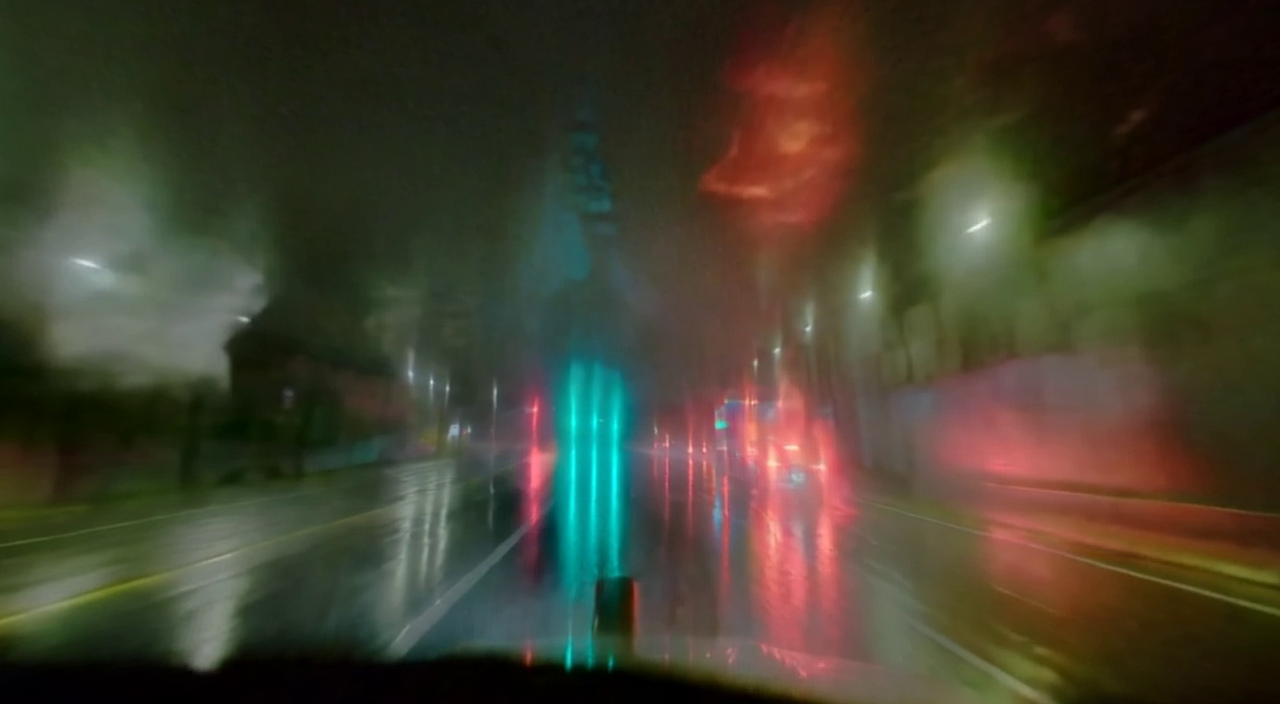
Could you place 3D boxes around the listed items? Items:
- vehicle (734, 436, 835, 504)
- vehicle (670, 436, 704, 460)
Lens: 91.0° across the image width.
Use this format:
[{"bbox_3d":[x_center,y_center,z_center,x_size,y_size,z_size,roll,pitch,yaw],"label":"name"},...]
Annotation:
[{"bbox_3d":[3.492,2.900,15.948,1.947,1.475,3.962,-1,-8,6],"label":"vehicle"},{"bbox_3d":[3.610,7.396,48.772,1.917,1.748,4.003,0,-8,-6],"label":"vehicle"}]
